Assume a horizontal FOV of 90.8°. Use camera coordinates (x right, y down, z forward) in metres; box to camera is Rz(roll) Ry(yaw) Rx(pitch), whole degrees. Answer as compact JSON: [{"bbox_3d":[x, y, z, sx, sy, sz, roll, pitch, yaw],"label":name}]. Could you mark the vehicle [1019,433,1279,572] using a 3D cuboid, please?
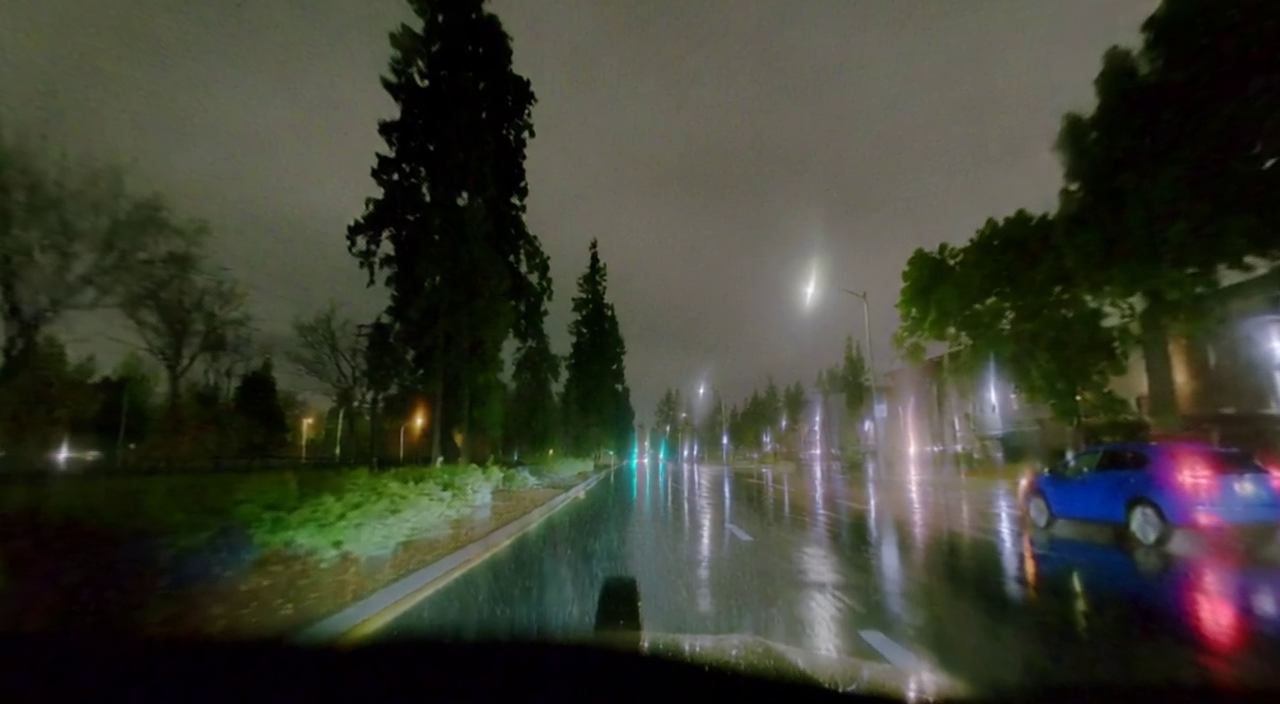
[{"bbox_3d":[7.272,1.923,8.772,1.797,1.518,3.433,0,-8,-1],"label":"vehicle"}]
